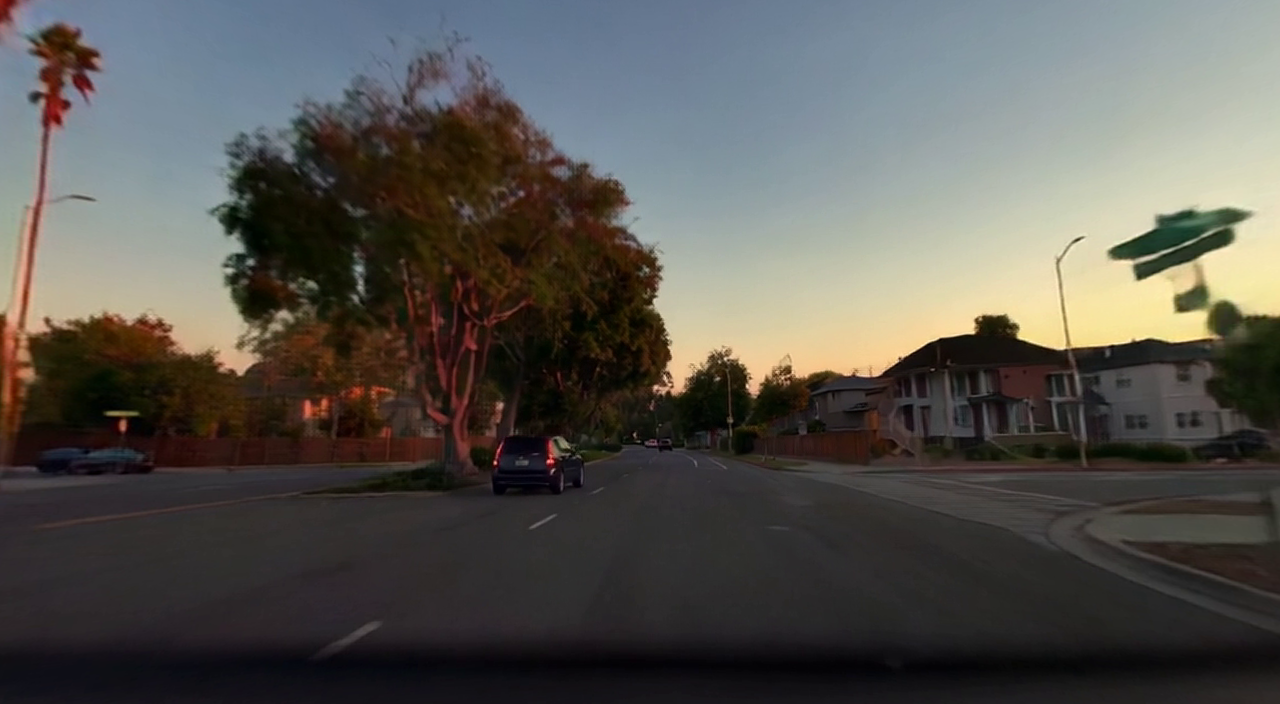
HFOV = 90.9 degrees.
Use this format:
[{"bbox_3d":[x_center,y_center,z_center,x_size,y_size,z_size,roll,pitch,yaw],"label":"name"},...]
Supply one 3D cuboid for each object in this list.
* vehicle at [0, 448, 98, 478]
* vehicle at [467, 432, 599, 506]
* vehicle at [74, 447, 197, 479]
[{"bbox_3d":[-31.068,5.712,32.666,4.447,1.484,1.845,-1,-8,6],"label":"vehicle"},{"bbox_3d":[-2.330,2.732,15.218,2.075,1.498,4.730,-1,-8,4],"label":"vehicle"},{"bbox_3d":[-25.464,5.578,31.874,4.776,1.491,1.991,-1,-9,8],"label":"vehicle"}]
